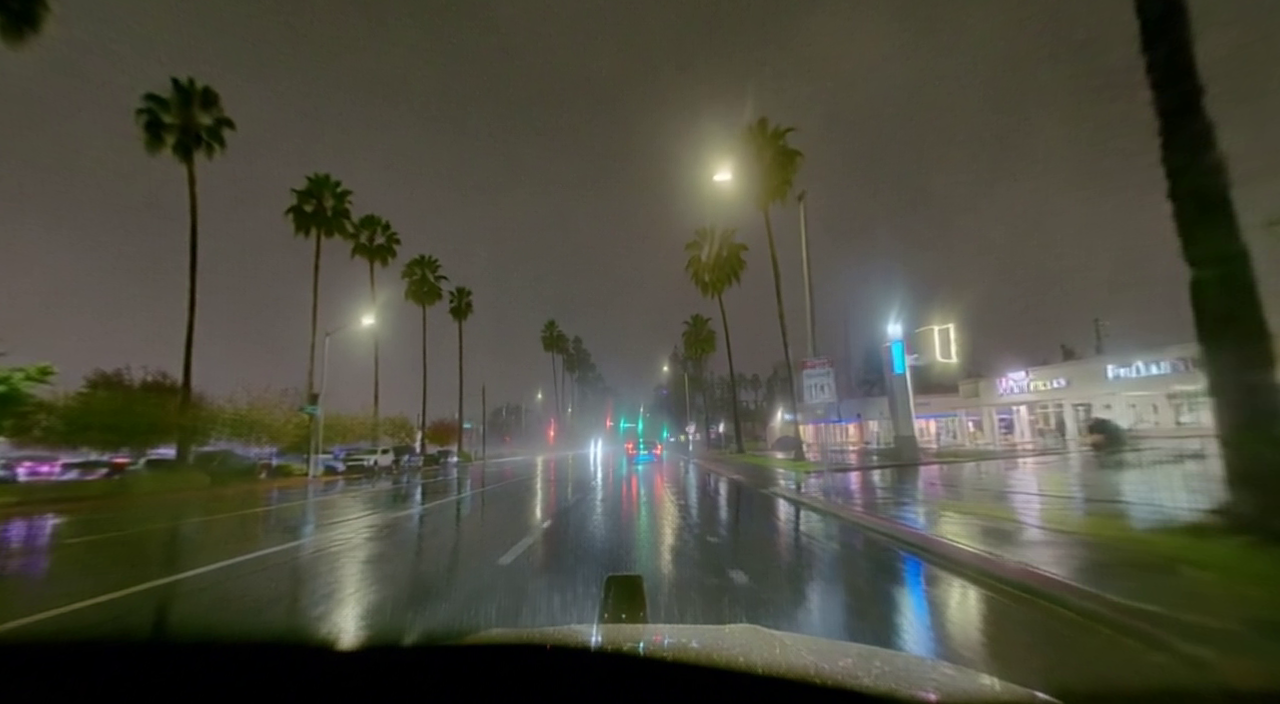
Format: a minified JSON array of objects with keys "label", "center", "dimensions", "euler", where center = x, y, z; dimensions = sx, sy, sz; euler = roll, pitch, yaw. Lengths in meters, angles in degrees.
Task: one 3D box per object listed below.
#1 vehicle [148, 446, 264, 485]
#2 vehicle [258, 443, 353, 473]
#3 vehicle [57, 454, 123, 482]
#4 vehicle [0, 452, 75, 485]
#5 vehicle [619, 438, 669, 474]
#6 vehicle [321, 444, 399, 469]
[{"label":"vehicle","center":[-22.893,5.968,33.234],"dimensions":[4.672,1.665,1.957],"euler":[-3,-7,-2]},{"label":"vehicle","center":[-22.151,7.053,41.747],"dimensions":[4.961,1.894,2.256],"euler":[0,-9,-1]},{"label":"vehicle","center":[-34.963,7.324,39.841],"dimensions":[4.157,1.639,1.955],"euler":[-6,-10,33]},{"label":"vehicle","center":[-35.167,6.705,36.437],"dimensions":[4.646,1.779,2.085],"euler":[-5,-10,31]},{"label":"vehicle","center":[0.140,4.741,28.678],"dimensions":[2.144,1.514,4.063],"euler":[0,-9,-1]},{"label":"vehicle","center":[-21.413,8.001,48.203],"dimensions":[4.979,1.893,2.084],"euler":[0,-9,-2]}]
